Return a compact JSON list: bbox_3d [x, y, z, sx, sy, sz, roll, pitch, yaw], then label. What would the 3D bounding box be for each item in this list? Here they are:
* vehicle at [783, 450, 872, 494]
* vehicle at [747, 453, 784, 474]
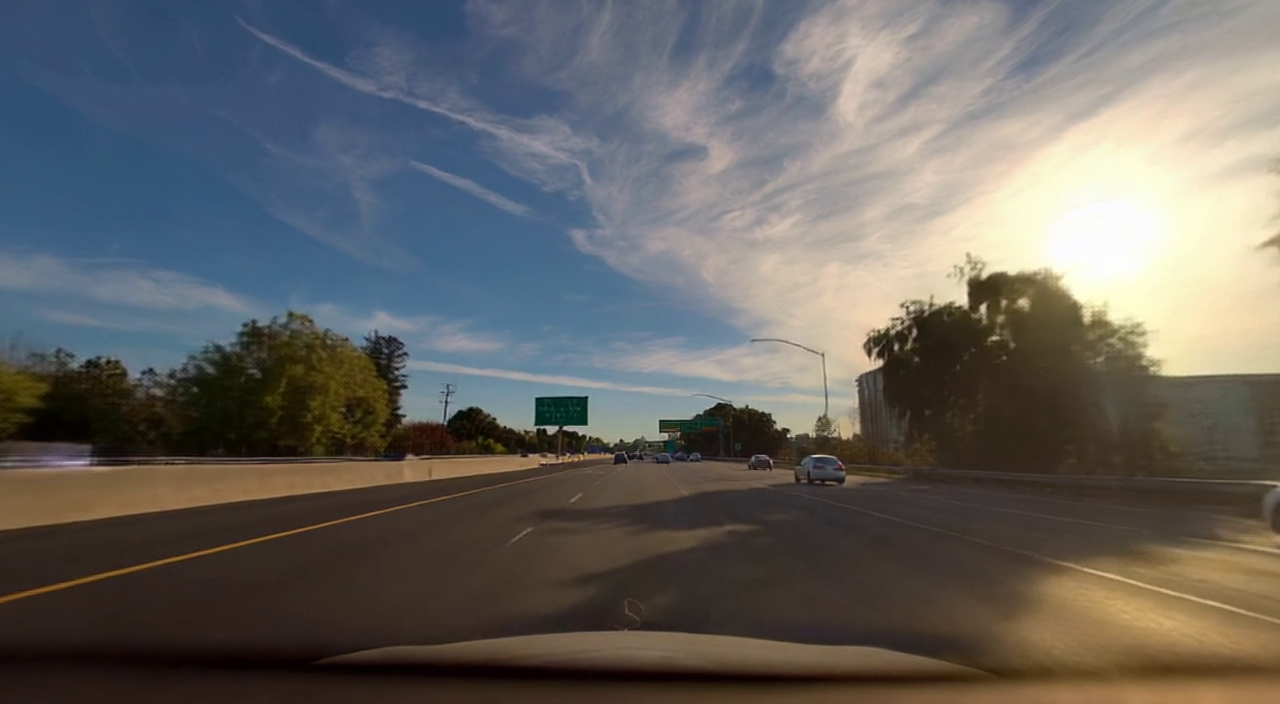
[{"bbox_3d":[7.224,4.648,24.901,1.861,1.500,4.860,0,-9,-2],"label":"vehicle"},{"bbox_3d":[9.404,8.387,47.693,1.878,1.509,4.327,0,-9,0],"label":"vehicle"}]
